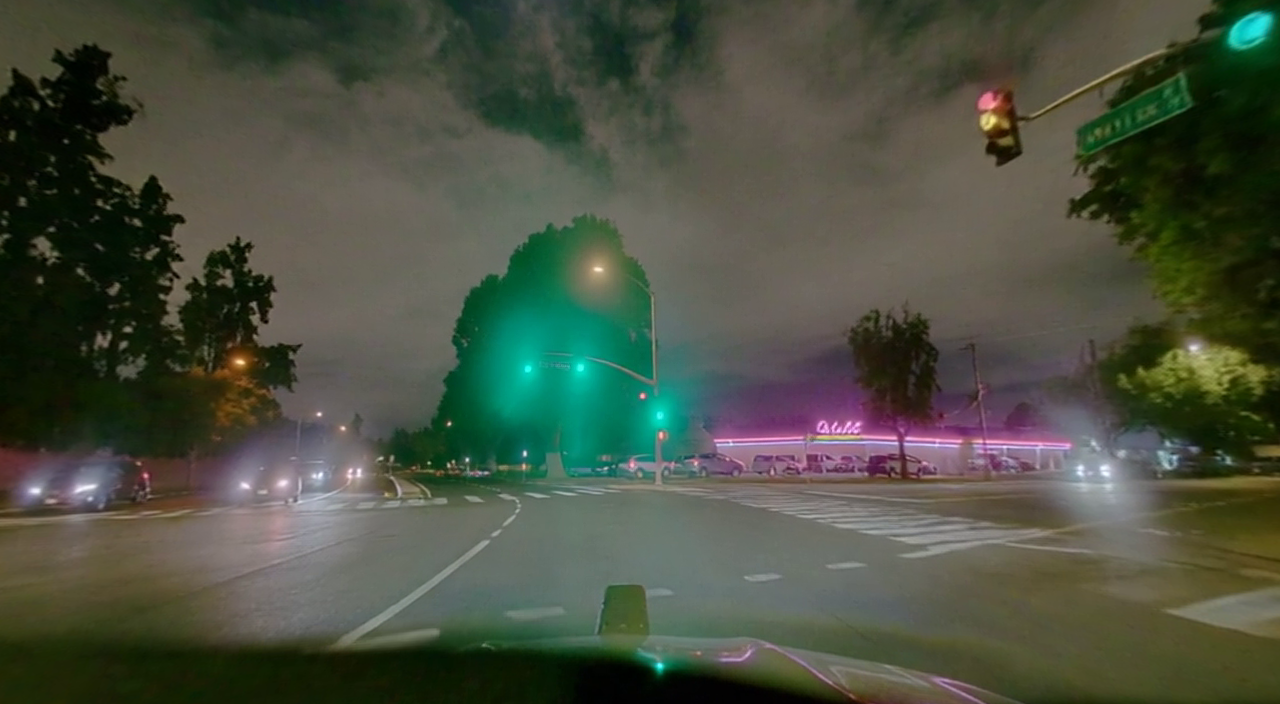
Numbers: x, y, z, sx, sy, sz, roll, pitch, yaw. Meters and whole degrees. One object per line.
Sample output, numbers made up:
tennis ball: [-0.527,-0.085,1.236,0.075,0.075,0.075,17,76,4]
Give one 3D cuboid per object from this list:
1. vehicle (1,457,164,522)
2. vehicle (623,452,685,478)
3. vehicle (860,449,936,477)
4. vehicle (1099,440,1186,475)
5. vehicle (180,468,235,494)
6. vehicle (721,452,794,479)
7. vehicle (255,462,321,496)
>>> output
vehicle: [-18.419,4.485,21.207,2.124,1.793,4.709,2,-9,-15]
vehicle: [1.109,8.589,48.138,4.669,1.770,1.896,7,-11,-39]
vehicle: [17.125,7.317,41.825,4.530,1.696,1.979,4,-9,-24]
vehicle: [28.414,5.910,35.603,4.781,1.849,2.355,6,-10,-34]
vehicle: [-29.421,8.757,42.997,1.842,1.474,4.712,3,-9,-19]
vehicle: [7.904,7.588,42.457,4.375,1.685,2.045,3,-9,-22]
vehicle: [-17.829,6.414,32.164,1.961,1.492,4.702,3,-9,-18]
